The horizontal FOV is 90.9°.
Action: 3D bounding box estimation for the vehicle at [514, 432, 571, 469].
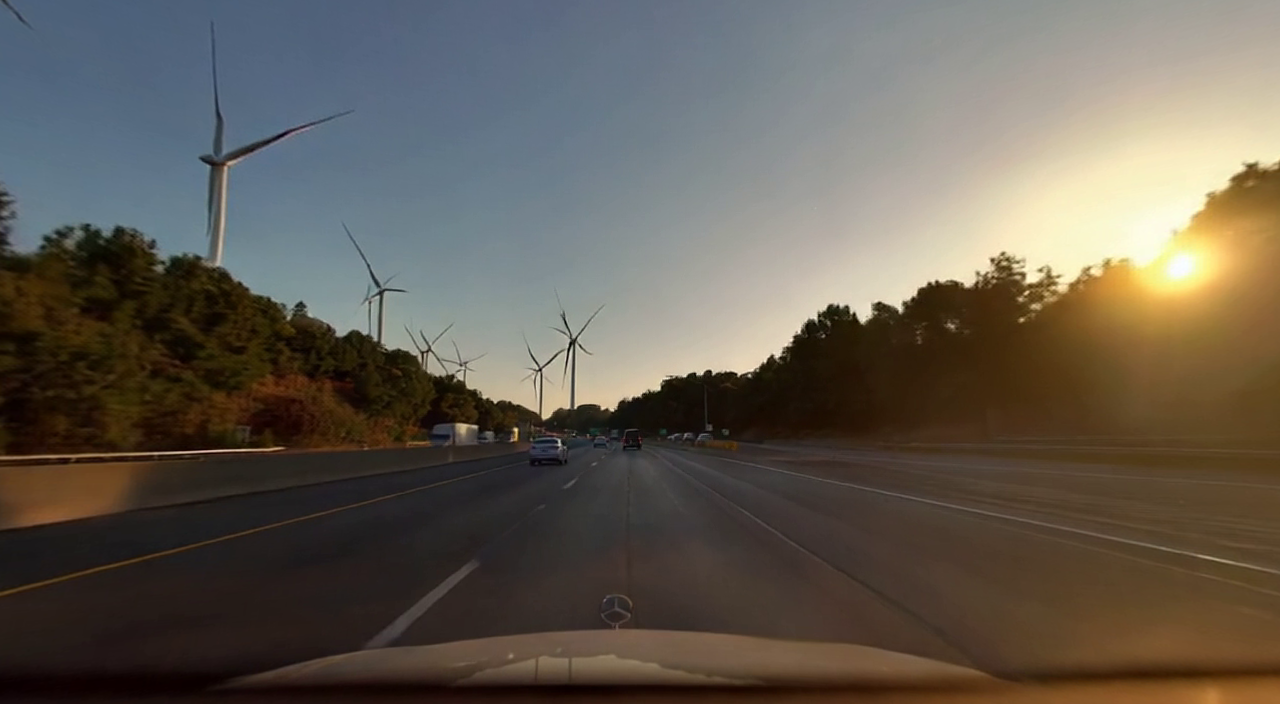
[{"bbox_3d":[-4.266,4.376,28.141,1.950,1.511,3.965,0,-8,0],"label":"vehicle"}]
